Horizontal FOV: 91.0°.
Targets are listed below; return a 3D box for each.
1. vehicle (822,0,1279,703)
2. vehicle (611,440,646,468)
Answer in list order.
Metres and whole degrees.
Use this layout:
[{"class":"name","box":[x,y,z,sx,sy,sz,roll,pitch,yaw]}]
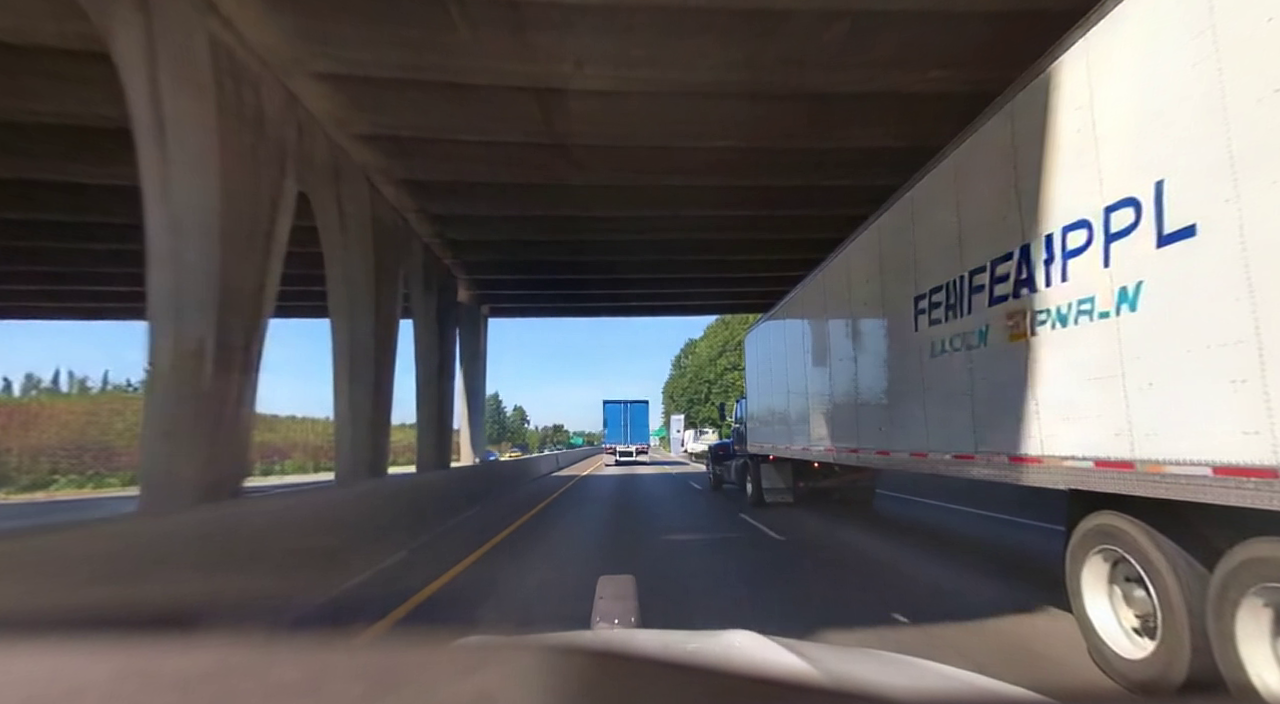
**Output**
[{"class":"vehicle","box":[4.254,-0.045,4.648,2.853,4.086,9.078,0,-8,-1]},{"class":"vehicle","box":[-0.632,5.906,36.664,1.943,1.491,3.459,-1,-8,0]}]
